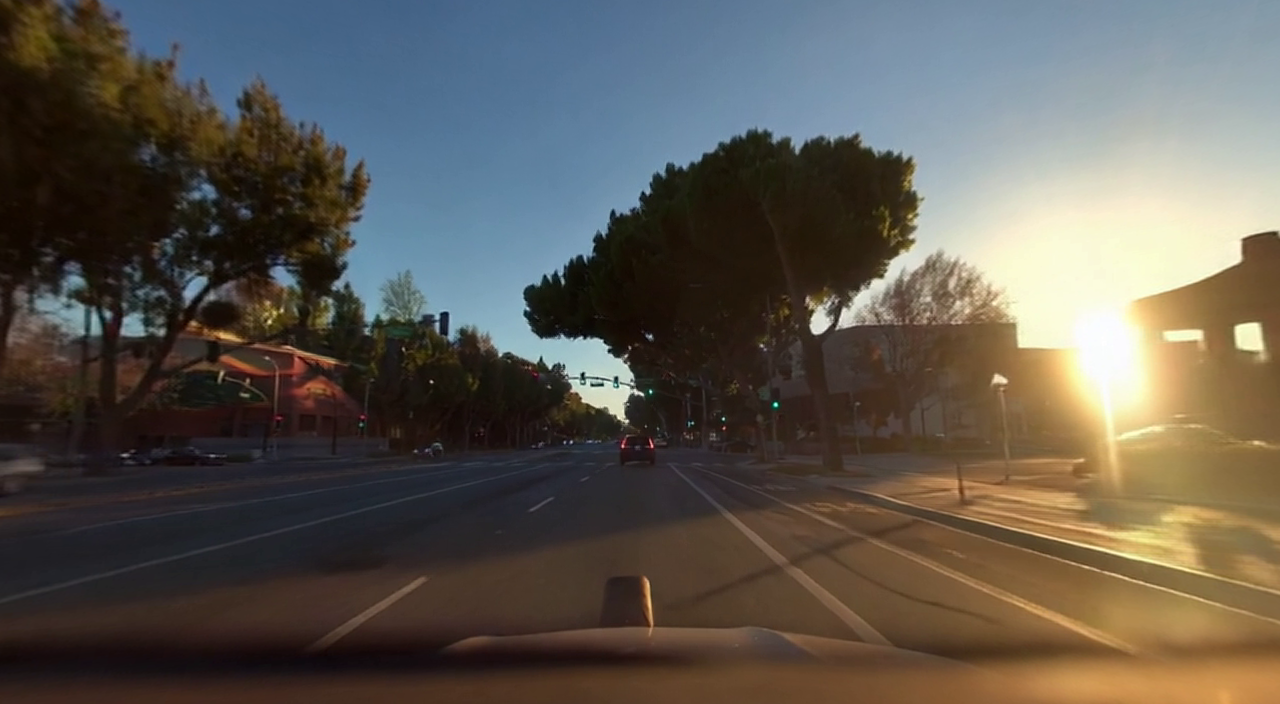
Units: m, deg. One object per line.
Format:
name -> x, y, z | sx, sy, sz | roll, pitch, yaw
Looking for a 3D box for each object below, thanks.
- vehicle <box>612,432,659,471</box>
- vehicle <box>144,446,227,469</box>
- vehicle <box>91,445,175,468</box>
vehicle -> -0.220, 4.842, 30.910 | 2.169, 1.751, 4.276 | 0, -8, 0
vehicle -> -31.931, 7.390, 44.330 | 4.504, 1.524, 2.226 | -2, -9, 14
vehicle -> -39.197, 8.075, 48.791 | 4.713, 1.693, 2.018 | 0, -8, 2
